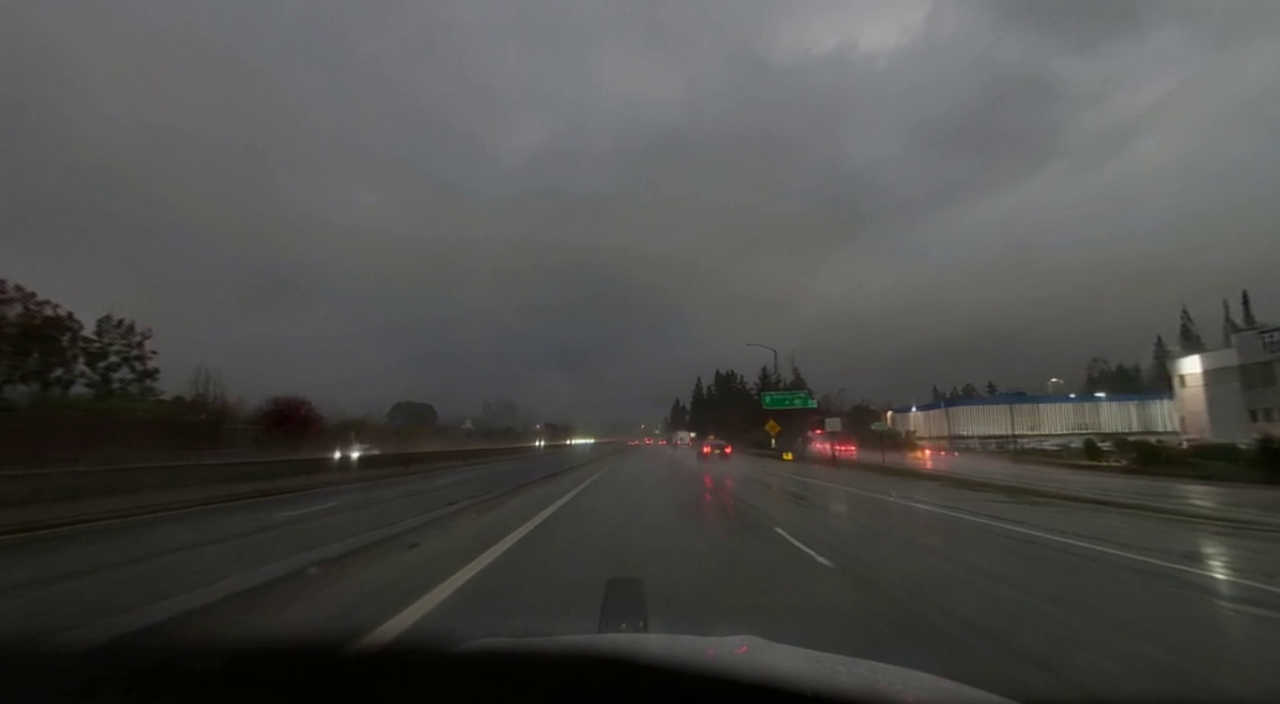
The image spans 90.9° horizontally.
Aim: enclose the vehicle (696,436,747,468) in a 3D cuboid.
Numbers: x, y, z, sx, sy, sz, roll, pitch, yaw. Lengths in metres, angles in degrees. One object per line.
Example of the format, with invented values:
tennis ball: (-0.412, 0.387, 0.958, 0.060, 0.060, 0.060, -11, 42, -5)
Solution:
vehicle: (4.101, 5.107, 32.356, 2.062, 1.518, 4.026, 0, -8, -1)
